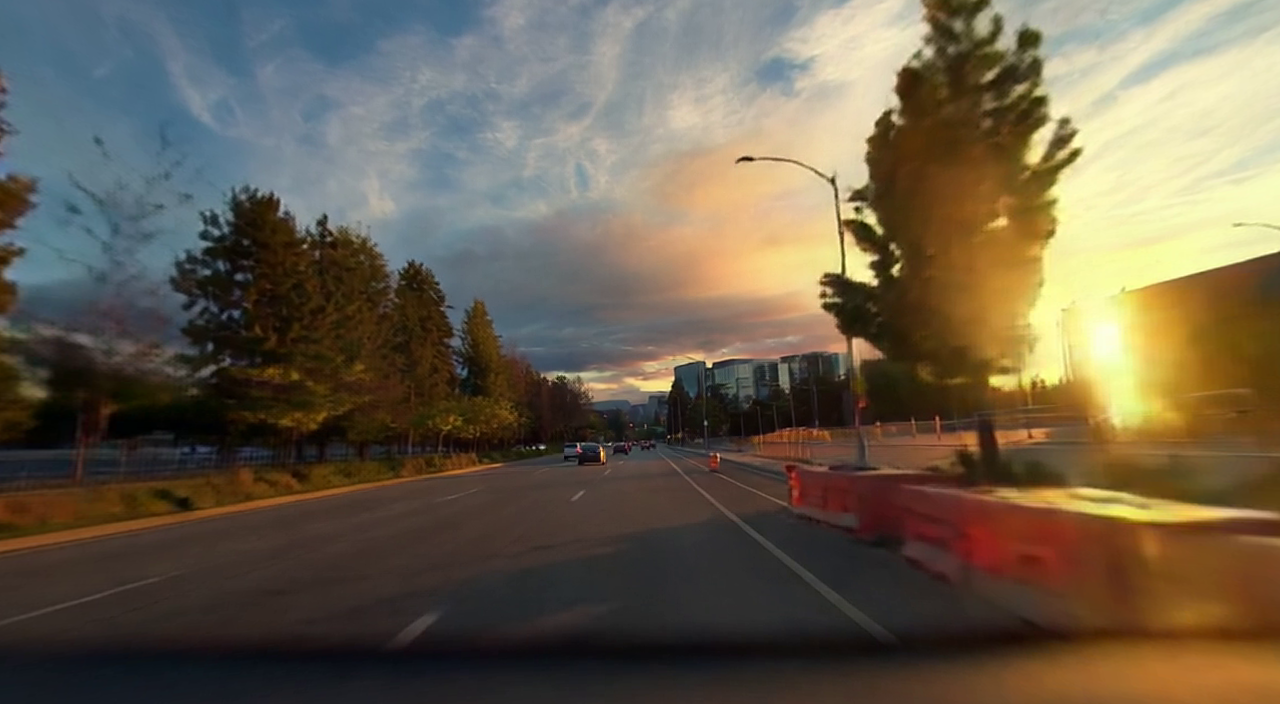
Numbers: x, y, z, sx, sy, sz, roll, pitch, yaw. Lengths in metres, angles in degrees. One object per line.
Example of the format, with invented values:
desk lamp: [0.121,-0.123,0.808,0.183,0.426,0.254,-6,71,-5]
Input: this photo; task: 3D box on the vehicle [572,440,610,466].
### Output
vehicle: [-3.170,6.647,41.776,2.121,1.654,3.993,0,-8,1]
